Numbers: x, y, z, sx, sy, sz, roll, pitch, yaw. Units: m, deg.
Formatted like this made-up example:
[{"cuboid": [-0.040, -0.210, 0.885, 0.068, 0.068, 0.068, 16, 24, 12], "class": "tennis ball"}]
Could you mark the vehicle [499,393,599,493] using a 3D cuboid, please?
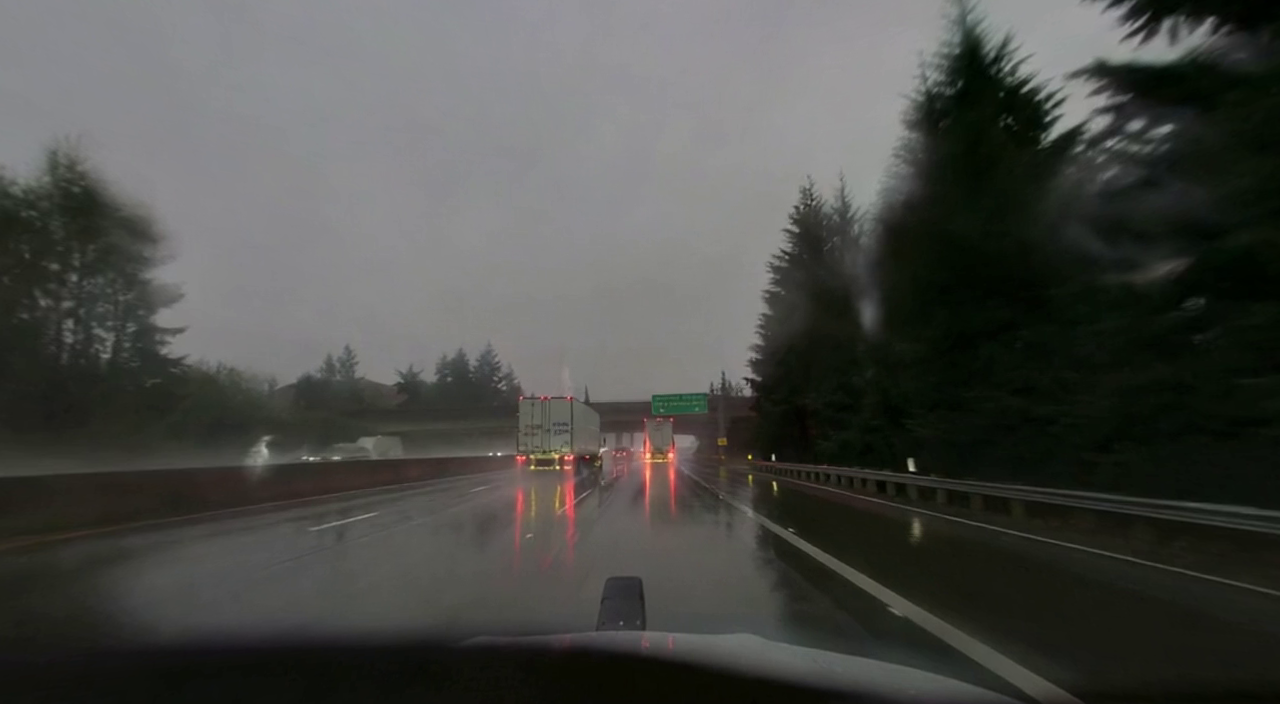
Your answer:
[{"cuboid": [-3.229, 3.559, 24.402, 2.696, 3.266, 7.062, 0, -9, 1], "class": "vehicle"}]
